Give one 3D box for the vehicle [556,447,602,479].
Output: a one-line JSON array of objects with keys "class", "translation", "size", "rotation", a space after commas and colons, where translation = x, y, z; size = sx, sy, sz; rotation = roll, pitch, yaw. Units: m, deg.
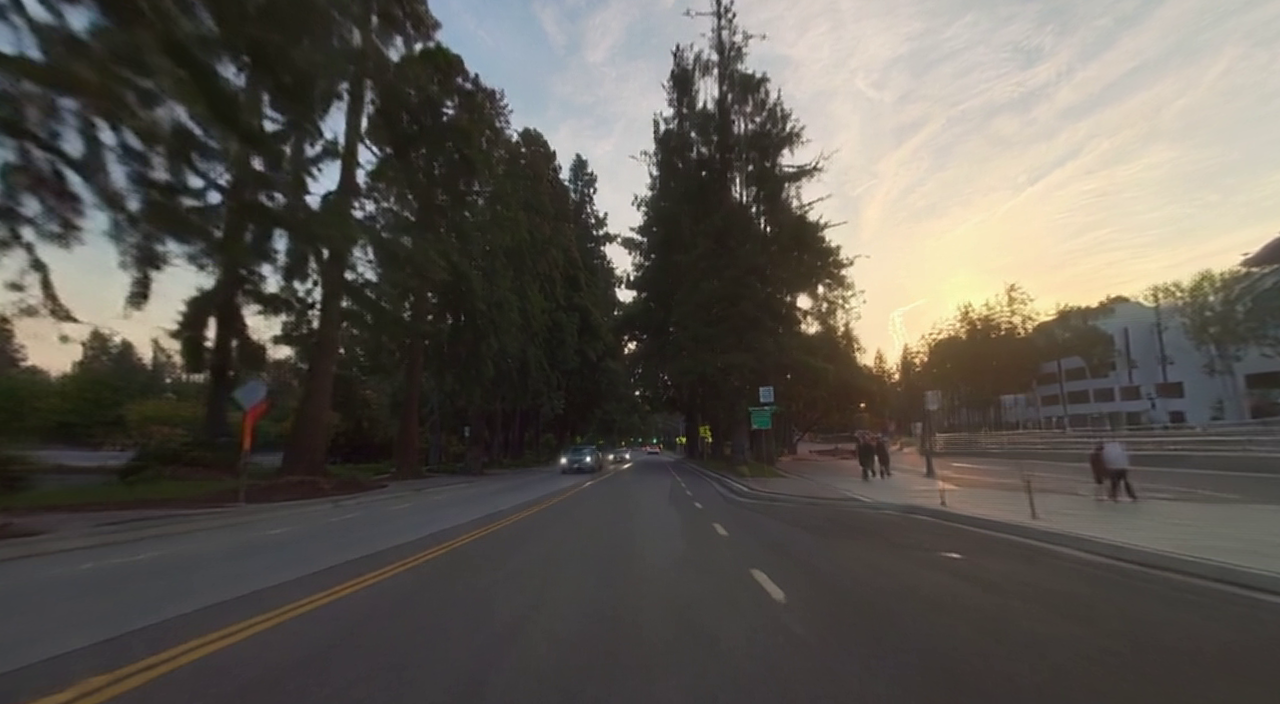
[{"class": "vehicle", "translation": [-3.265, 6.024, 34.466], "size": [1.898, 1.606, 3.927], "rotation": [-1, -8, 3]}]
